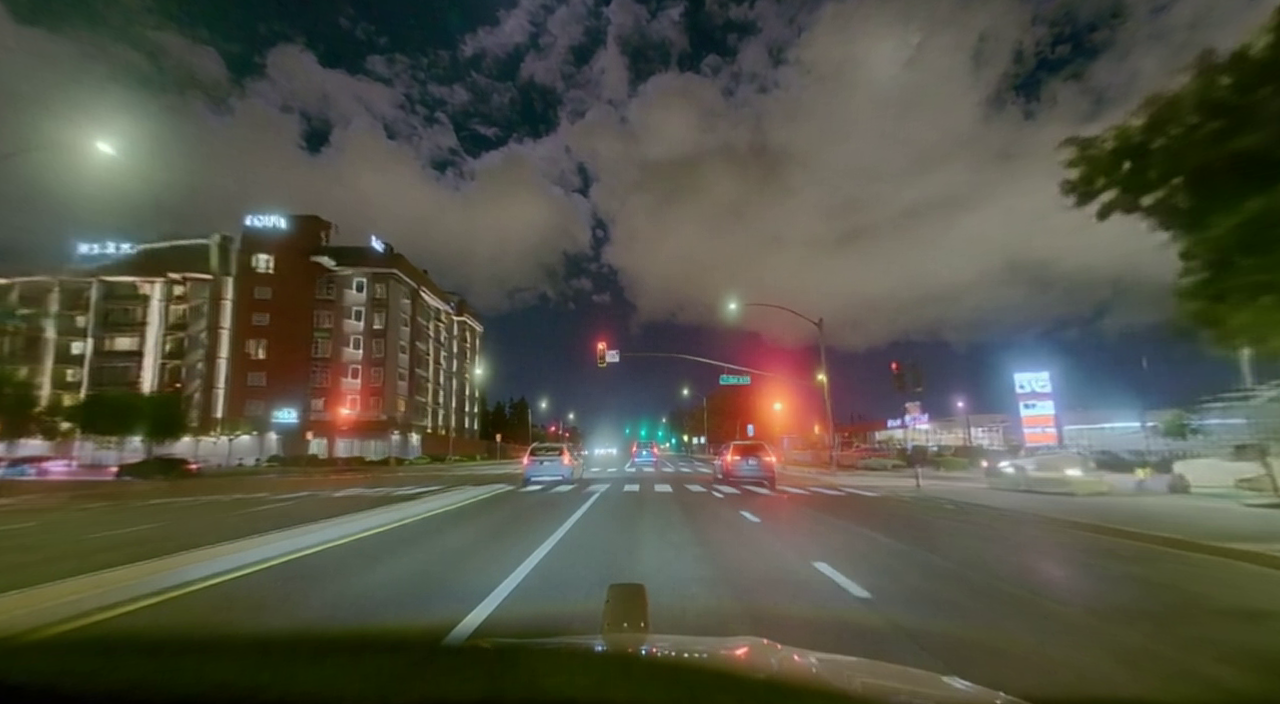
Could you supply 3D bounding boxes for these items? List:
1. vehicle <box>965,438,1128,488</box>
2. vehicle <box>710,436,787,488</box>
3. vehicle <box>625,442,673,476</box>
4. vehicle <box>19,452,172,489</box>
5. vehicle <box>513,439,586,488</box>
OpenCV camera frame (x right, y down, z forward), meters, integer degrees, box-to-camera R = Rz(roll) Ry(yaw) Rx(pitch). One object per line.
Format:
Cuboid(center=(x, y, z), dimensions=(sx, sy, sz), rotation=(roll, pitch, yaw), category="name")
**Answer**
Cuboid(center=(15.728, 4.315, 24.609), dimensions=(4.921, 1.841, 1.957), rotation=(0, -9, 1), category="vehicle")
Cuboid(center=(3.655, 3.786, 21.945), dimensions=(1.987, 1.637, 3.896), rotation=(0, -9, 0), category="vehicle")
Cuboid(center=(0.390, 4.955, 29.454), dimensions=(2.103, 1.468, 4.094), rotation=(0, -9, 0), category="vehicle")
Cuboid(center=(-23.767, 5.167, 27.651), dimensions=(4.890, 1.514, 1.908), rotation=(0, -9, -1), category="vehicle")
Cuboid(center=(-3.042, 3.844, 22.035), dimensions=(1.860, 1.510, 4.073), rotation=(0, -9, 1), category="vehicle")
